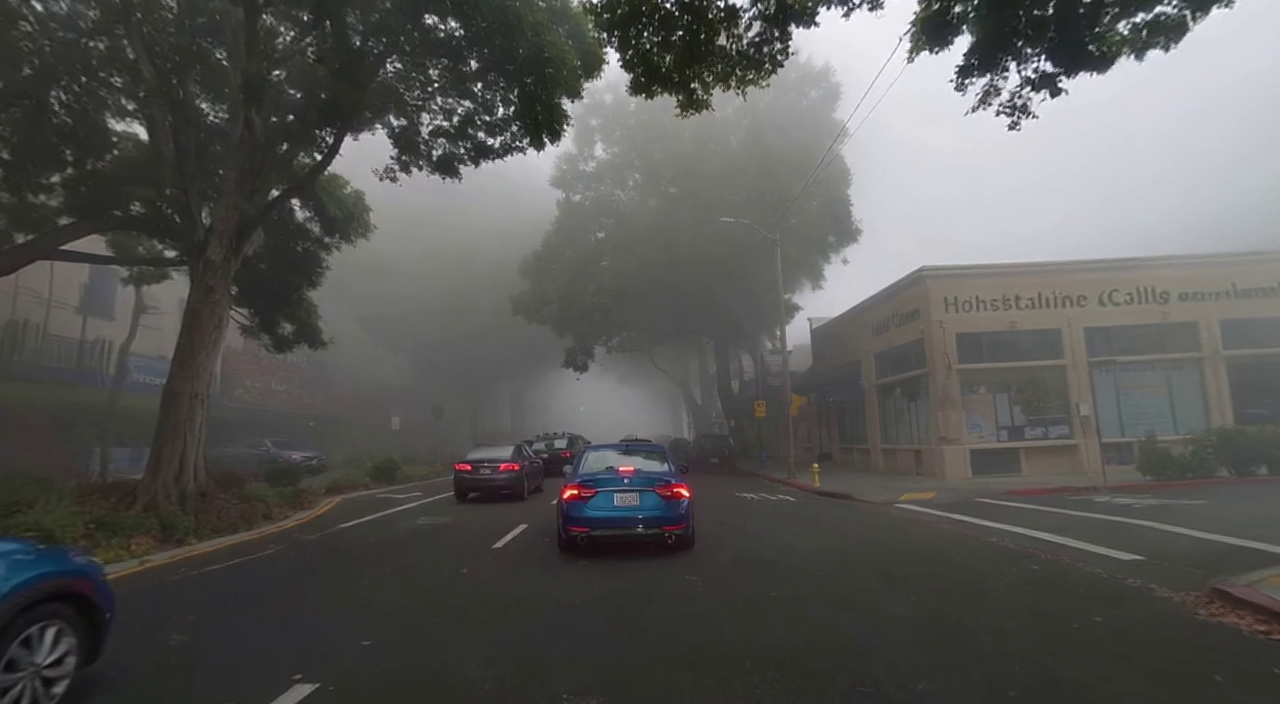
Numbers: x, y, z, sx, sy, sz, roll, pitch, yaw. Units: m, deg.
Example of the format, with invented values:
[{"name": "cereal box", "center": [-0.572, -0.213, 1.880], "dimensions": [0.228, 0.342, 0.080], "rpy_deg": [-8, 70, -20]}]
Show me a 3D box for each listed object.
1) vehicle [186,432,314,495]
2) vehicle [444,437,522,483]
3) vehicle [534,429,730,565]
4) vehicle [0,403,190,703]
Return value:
[{"name": "vehicle", "center": [-19.127, 5.479, 31.401], "dimensions": [2.286, 2.777, 5.926], "rpy_deg": [-1, -9, 3]}, {"name": "vehicle", "center": [-6.186, 4.289, 25.349], "dimensions": [2.095, 1.682, 4.371], "rpy_deg": [0, -9, -1]}, {"name": "vehicle", "center": [-0.099, 1.906, 9.047], "dimensions": [2.160, 1.482, 4.037], "rpy_deg": [0, -9, 0]}, {"name": "vehicle", "center": [-3.472, 0.786, 1.389], "dimensions": [1.905, 1.473, 4.016], "rpy_deg": [0, -9, 1]}]
